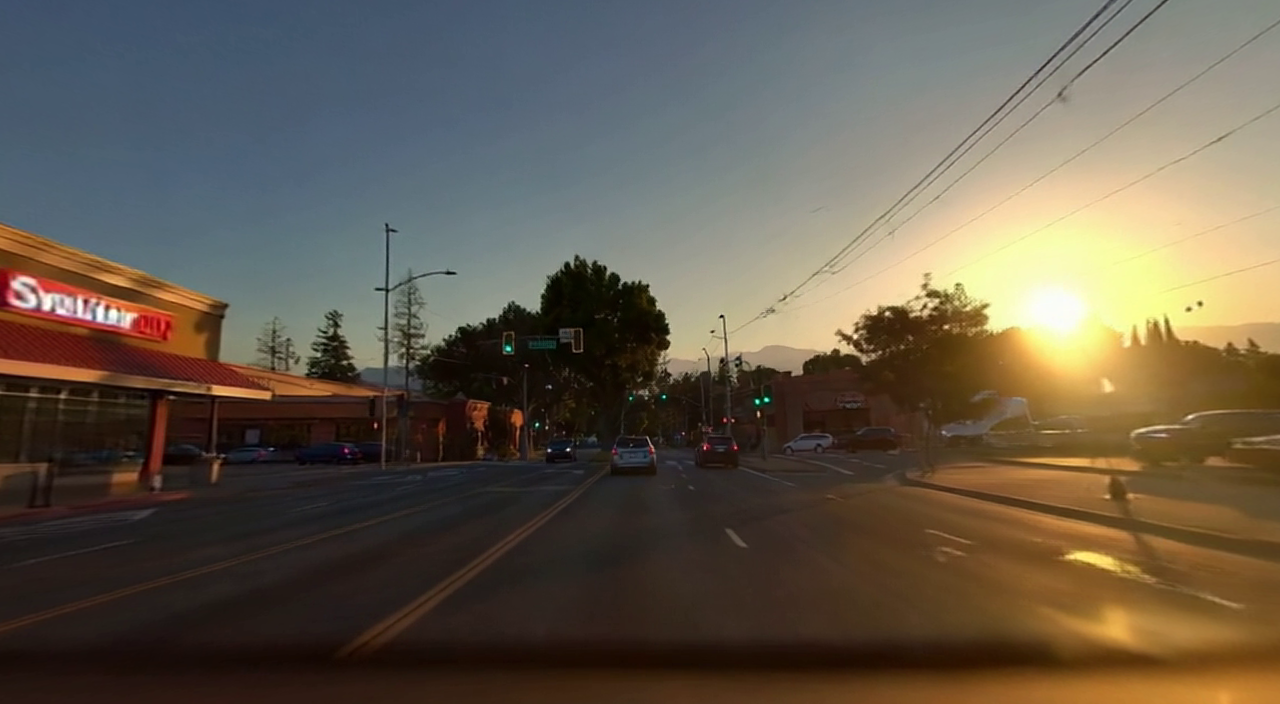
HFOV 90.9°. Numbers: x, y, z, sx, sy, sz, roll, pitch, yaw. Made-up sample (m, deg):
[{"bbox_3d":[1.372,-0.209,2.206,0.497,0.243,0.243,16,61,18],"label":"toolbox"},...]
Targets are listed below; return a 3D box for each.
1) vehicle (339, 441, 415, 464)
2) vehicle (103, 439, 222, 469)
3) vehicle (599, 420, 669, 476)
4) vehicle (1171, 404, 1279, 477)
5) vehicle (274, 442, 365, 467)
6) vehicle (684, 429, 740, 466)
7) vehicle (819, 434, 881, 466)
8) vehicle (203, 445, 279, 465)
[{"bbox_3d":[-18.731,7.173,45.040,4.561,1.531,1.990,0,-8,1],"label":"vehicle"},{"bbox_3d":[-31.522,6.741,41.718,5.964,1.893,2.363,0,-8,1],"label":"vehicle"},{"bbox_3d":[-0.228,3.978,26.244,2.638,2.065,5.313,0,-8,0],"label":"vehicle"},{"bbox_3d":[16.665,2.170,15.559,4.901,1.674,2.251,-1,-8,4],"label":"vehicle"},{"bbox_3d":[-21.053,6.738,41.501,4.839,1.604,2.058,-1,-8,3],"label":"vehicle"},{"bbox_3d":[3.617,4.917,32.576,2.276,1.787,4.630,0,-8,-1],"label":"vehicle"},{"bbox_3d":[10.268,4.725,30.568,2.002,1.427,4.436,-5,-9,28],"label":"vehicle"},{"bbox_3d":[-30.642,7.900,48.468,4.466,1.527,2.028,0,-8,2],"label":"vehicle"}]
